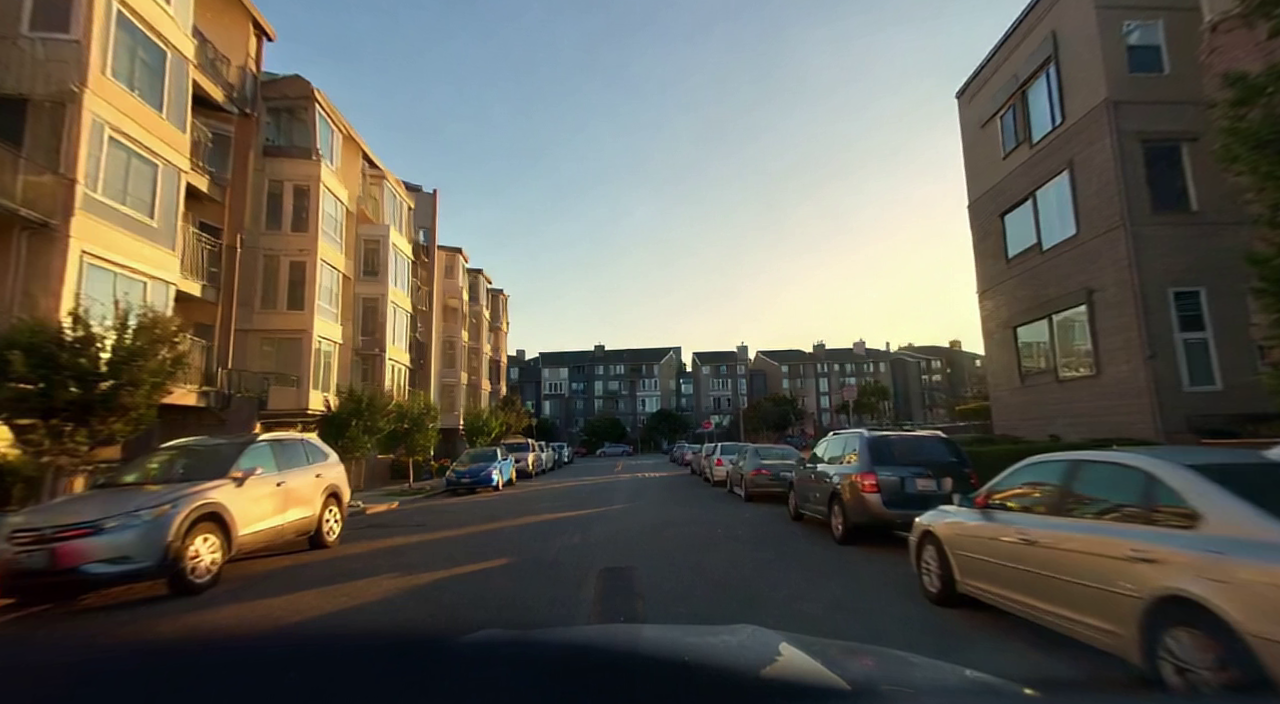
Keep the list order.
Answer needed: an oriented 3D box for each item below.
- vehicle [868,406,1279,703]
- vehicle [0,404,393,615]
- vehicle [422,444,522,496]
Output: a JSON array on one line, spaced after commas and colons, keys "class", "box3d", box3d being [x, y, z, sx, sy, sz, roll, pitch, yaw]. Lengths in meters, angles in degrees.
[{"class": "vehicle", "box3d": [3.389, 1.174, 3.848, 2.020, 1.499, 4.579, 1, -8, -4]}, {"class": "vehicle", "box3d": [-5.432, 1.782, 8.316, 2.244, 1.849, 5.306, 0, -8, -1]}, {"class": "vehicle", "box3d": [-5.447, 3.874, 21.272, 2.119, 1.500, 4.953, 0, -8, -1]}]
